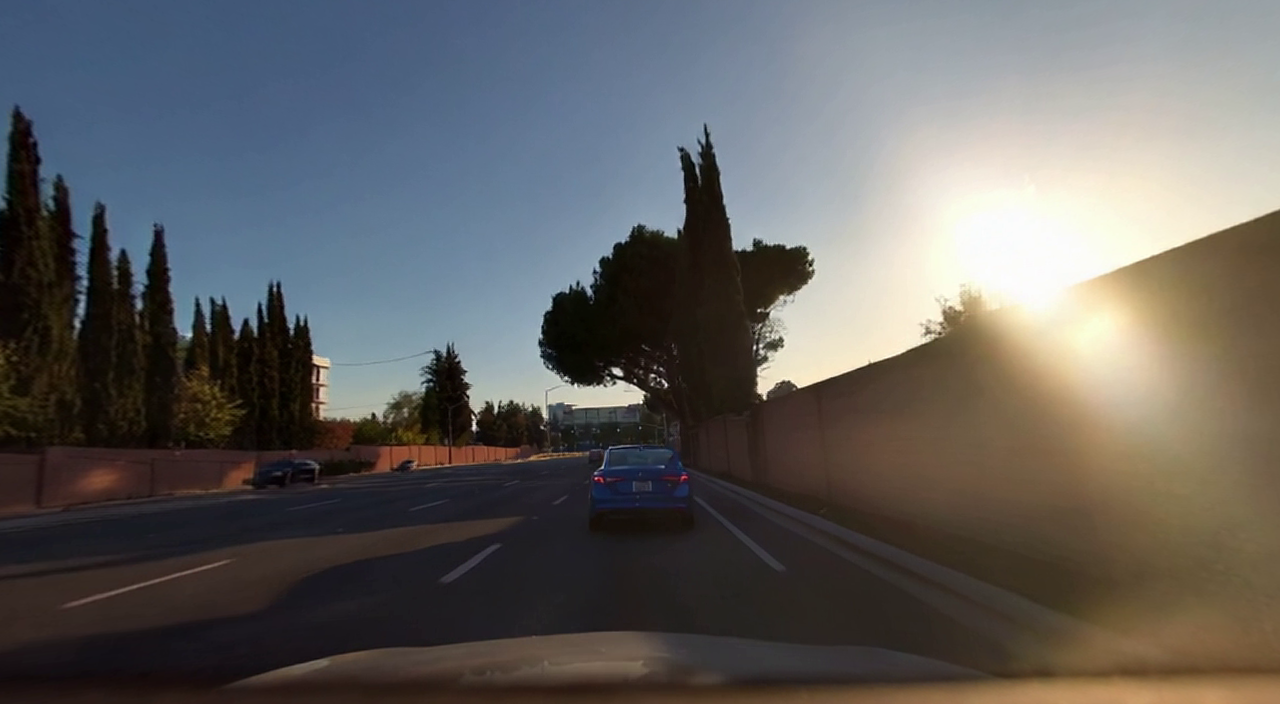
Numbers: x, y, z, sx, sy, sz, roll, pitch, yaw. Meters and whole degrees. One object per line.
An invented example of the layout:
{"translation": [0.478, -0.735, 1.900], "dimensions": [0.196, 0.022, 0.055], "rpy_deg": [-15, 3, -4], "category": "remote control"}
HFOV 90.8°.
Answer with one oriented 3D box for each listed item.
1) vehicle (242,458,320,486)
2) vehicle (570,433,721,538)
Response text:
{"translation": [-21.593, 7.208, 38.276], "dimensions": [1.950, 1.485, 4.711], "rpy_deg": [0, -9, 0], "category": "vehicle"}
{"translation": [0.068, 2.273, 11.443], "dimensions": [2.205, 1.509, 4.272], "rpy_deg": [0, -8, 0], "category": "vehicle"}
